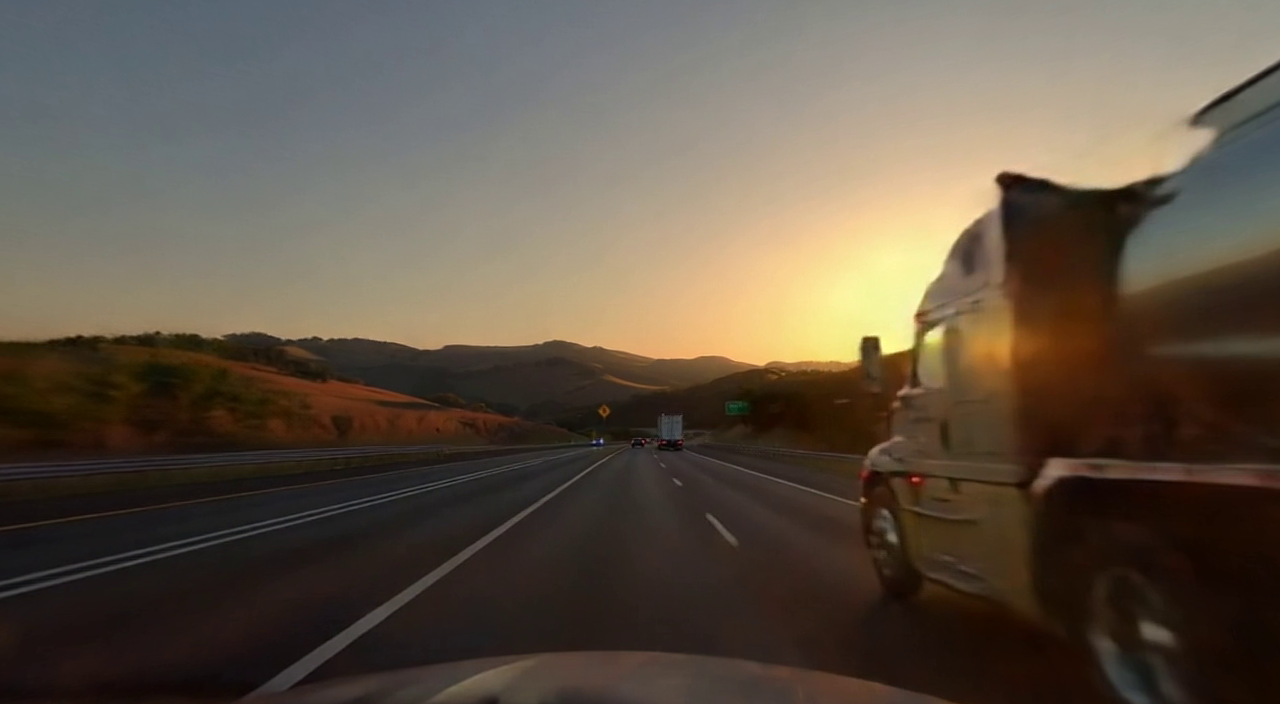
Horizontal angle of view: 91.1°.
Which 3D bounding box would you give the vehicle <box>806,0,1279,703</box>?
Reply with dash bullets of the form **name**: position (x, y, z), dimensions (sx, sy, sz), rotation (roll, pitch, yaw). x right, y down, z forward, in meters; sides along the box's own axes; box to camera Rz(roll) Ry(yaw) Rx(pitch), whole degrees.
- **vehicle**: position (3.162, -0.193, 2.650), dimensions (2.962, 3.845, 6.332), rotation (0, -8, -2)
